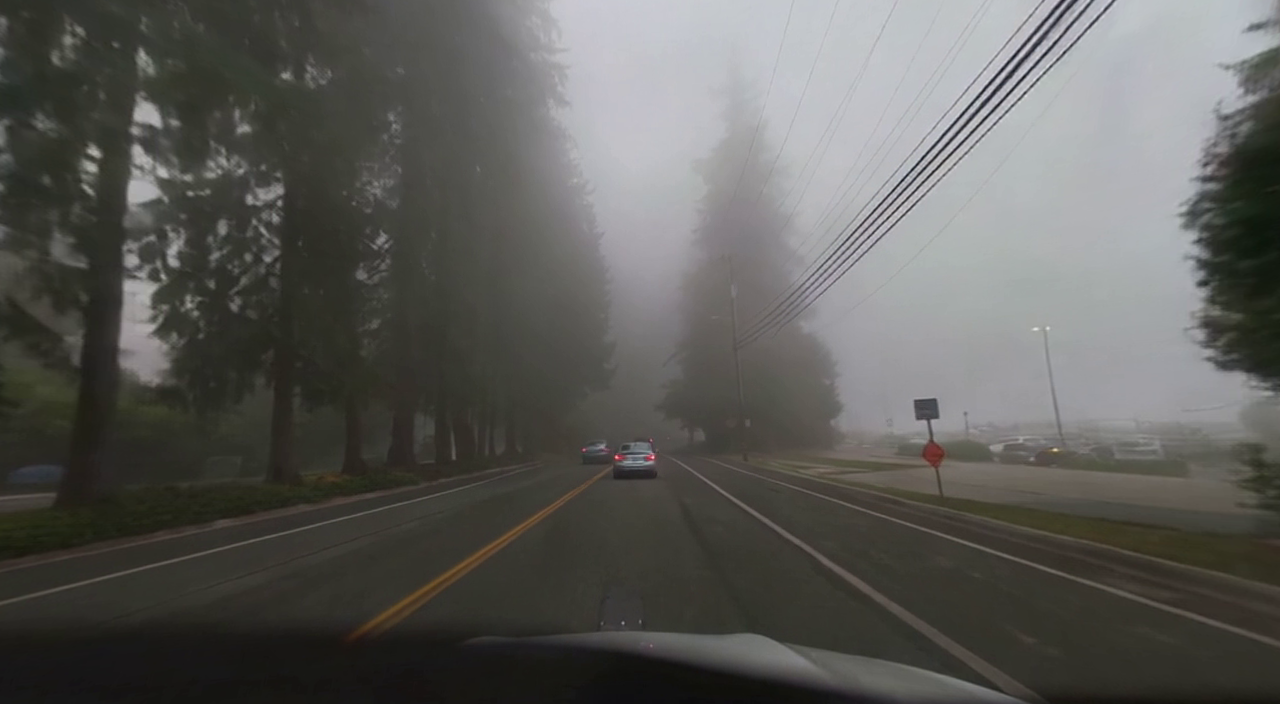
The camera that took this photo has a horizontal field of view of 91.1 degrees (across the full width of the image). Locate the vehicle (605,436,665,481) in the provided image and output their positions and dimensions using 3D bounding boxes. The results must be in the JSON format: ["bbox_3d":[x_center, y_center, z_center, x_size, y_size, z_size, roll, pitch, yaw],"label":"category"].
[{"bbox_3d":[-0.169,3.827,22.832,1.991,1.463,3.988,0,-8,0],"label":"vehicle"}]
